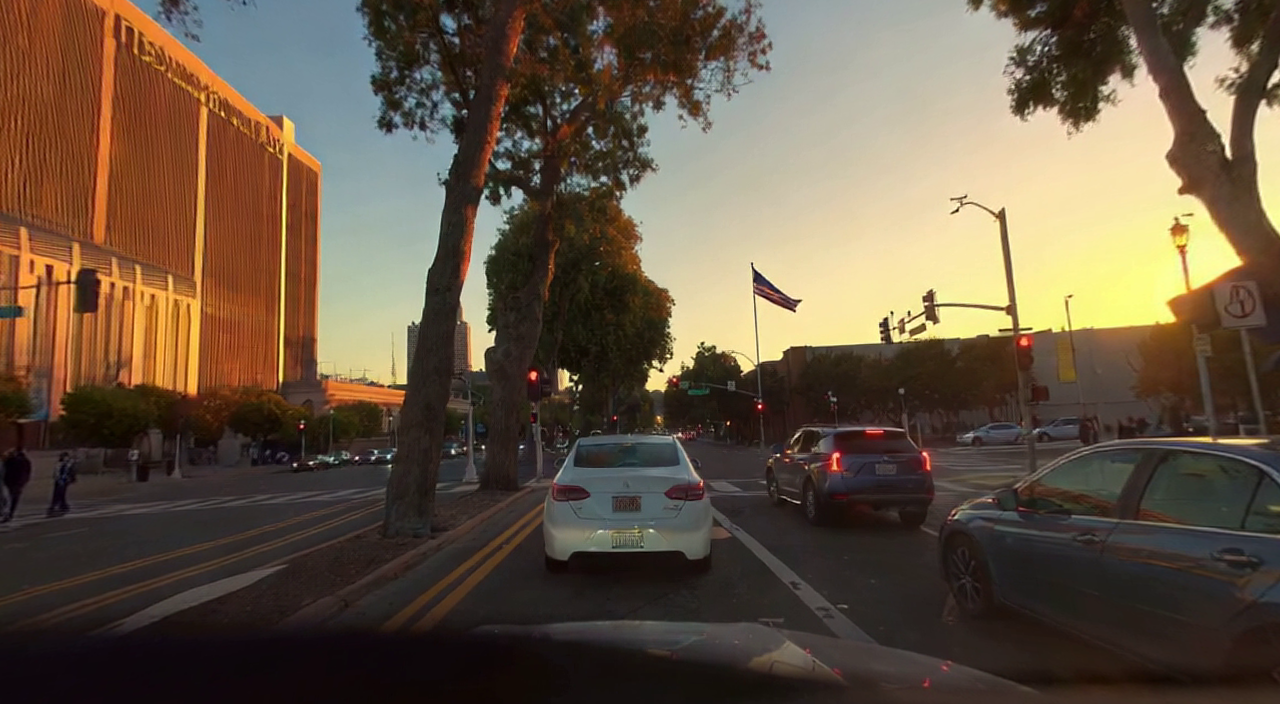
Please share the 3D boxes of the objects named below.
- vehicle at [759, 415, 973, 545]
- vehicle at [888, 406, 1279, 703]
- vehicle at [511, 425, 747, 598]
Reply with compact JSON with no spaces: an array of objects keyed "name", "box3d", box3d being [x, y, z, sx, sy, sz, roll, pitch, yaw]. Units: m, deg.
[{"name":"vehicle","box3d":[3.501,2.081,10.929,1.978,1.738,4.599,0,-8,0]},{"name":"vehicle","box3d":[3.382,1.180,4.006,1.833,1.465,4.258,0,-8,-1]},{"name":"vehicle","box3d":[-0.106,1.706,7.571,2.096,1.521,3.747,0,-8,0]}]
